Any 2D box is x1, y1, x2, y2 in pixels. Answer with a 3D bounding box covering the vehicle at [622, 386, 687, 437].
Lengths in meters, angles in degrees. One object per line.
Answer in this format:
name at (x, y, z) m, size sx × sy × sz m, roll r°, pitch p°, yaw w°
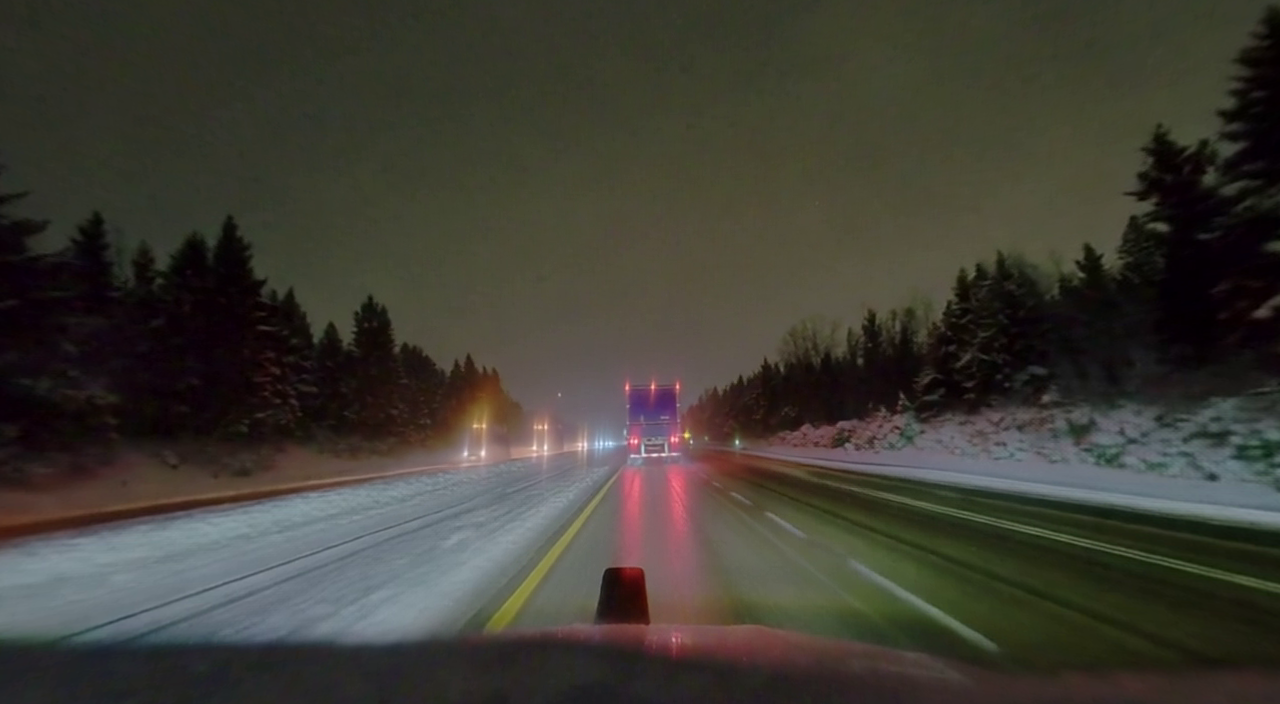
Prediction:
vehicle at (0.534, 2.594, 26.390) m, size 2.509 × 1.890 × 4.732 m, roll 0°, pitch -8°, yaw 0°
